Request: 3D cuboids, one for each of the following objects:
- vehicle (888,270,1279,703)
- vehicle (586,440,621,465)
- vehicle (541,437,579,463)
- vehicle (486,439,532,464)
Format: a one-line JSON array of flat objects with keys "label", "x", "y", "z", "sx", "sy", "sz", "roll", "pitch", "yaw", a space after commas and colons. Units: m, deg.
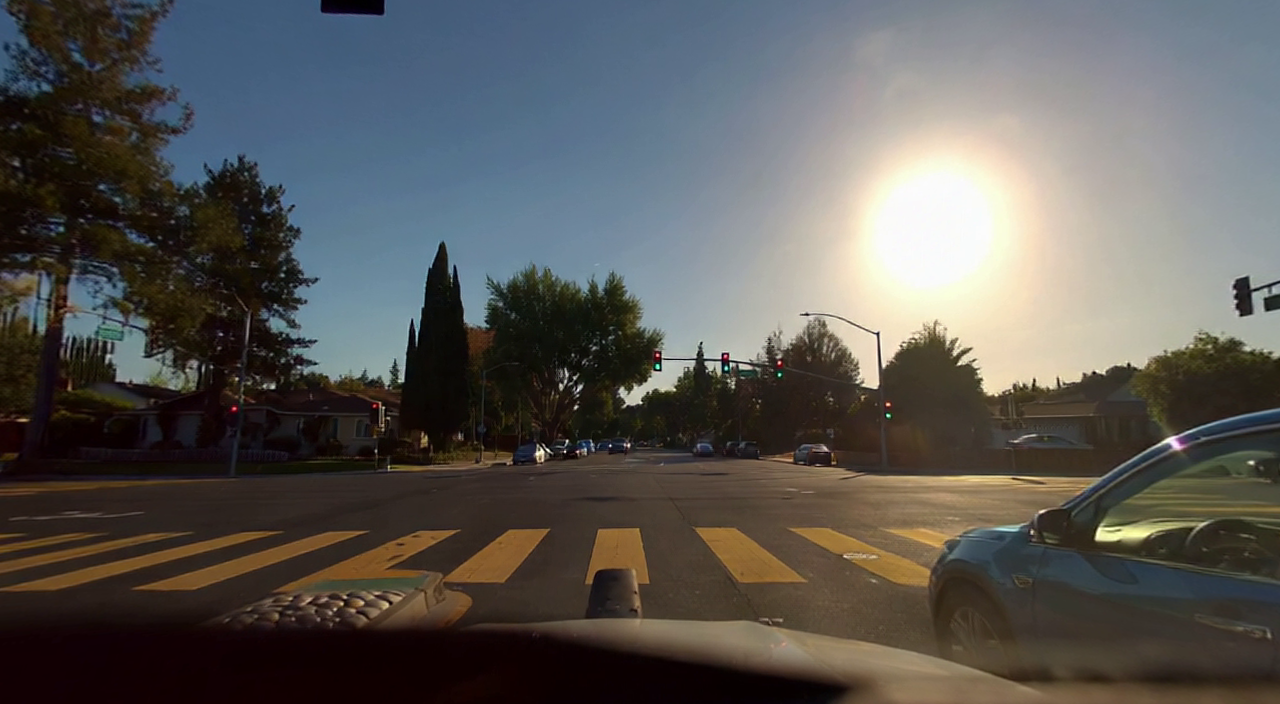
[{"label": "vehicle", "x": 2.715, "y": 0.710, "z": 1.736, "sx": 2.085, "sy": 1.800, "sz": 4.908, "roll": 0, "pitch": -9, "yaw": 0}, {"label": "vehicle", "x": -2.356, "y": 6.570, "z": 41.414, "sx": 2.046, "sy": 1.491, "sz": 4.118, "roll": 0, "pitch": -9, "yaw": 0}, {"label": "vehicle", "x": -5.535, "y": 6.899, "z": 44.401, "sx": 2.091, "sy": 1.707, "sz": 4.157, "roll": 0, "pitch": -9, "yaw": 0}, {"label": "vehicle", "x": -8.951, "y": 6.858, "z": 43.632, "sx": 2.028, "sy": 1.654, "sz": 5.027, "roll": 0, "pitch": -9, "yaw": 1}]
